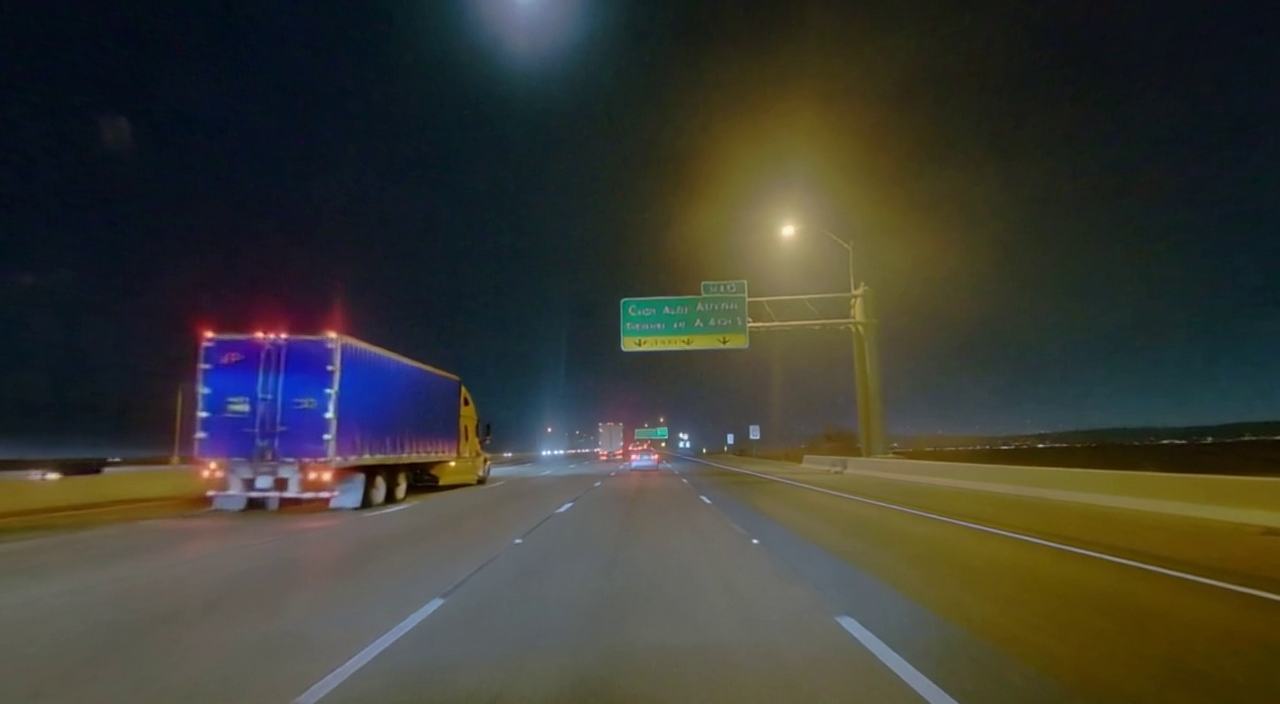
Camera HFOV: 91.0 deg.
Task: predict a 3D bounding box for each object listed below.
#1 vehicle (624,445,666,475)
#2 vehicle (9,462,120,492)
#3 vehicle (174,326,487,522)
[{"bbox_3d":[0.234,5.677,33.231,2.066,1.469,4.050,0,-9,-1],"label":"vehicle"},{"bbox_3d":[-34.421,7.469,37.879,1.980,1.590,4.757,0,-9,3],"label":"vehicle"},{"bbox_3d":[-7.325,2.212,17.811,3.067,3.804,11.136,0,-9,1],"label":"vehicle"}]
